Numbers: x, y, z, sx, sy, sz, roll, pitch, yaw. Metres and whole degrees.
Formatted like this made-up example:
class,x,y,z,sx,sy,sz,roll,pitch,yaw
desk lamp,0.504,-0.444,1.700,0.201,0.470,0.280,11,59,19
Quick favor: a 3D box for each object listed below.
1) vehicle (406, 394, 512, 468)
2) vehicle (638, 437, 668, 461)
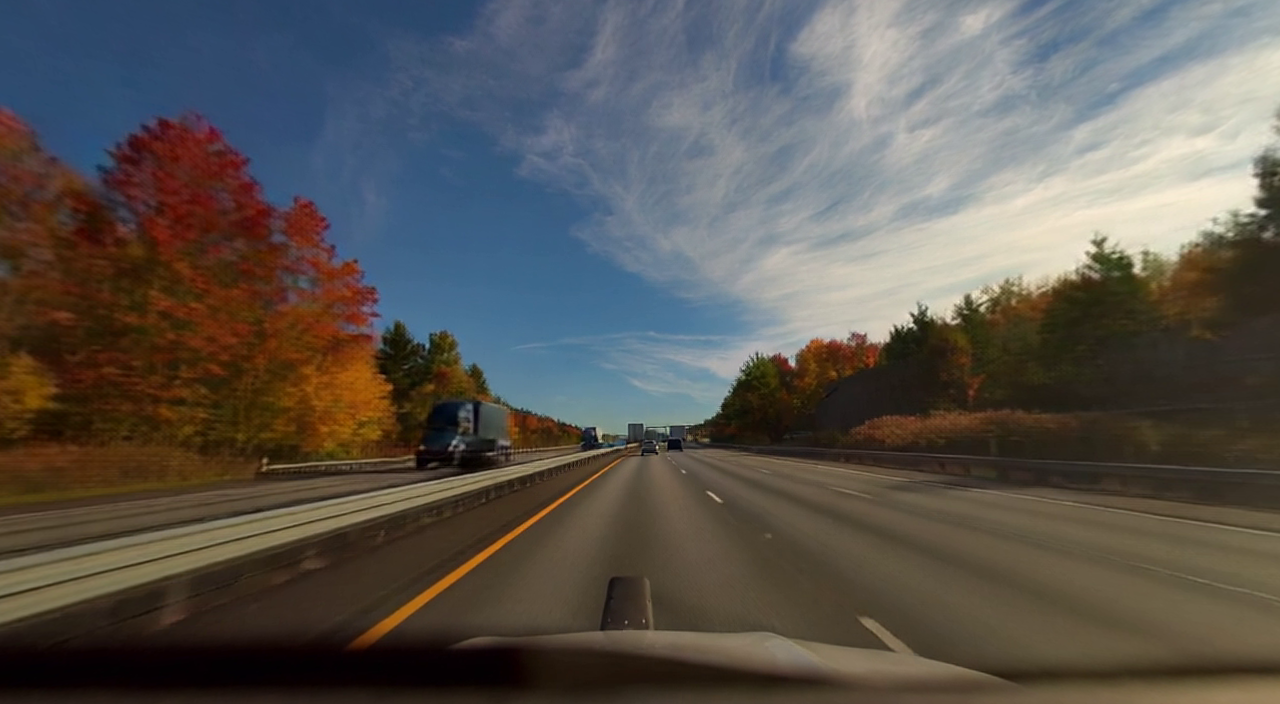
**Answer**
class,x,y,z,sx,sy,sz,roll,pitch,yaw
vehicle,-11.402,5.332,41.474,2.982,4.126,12.745,0,-8,1
vehicle,0.855,6.556,42.549,1.924,1.498,3.817,0,-8,0
